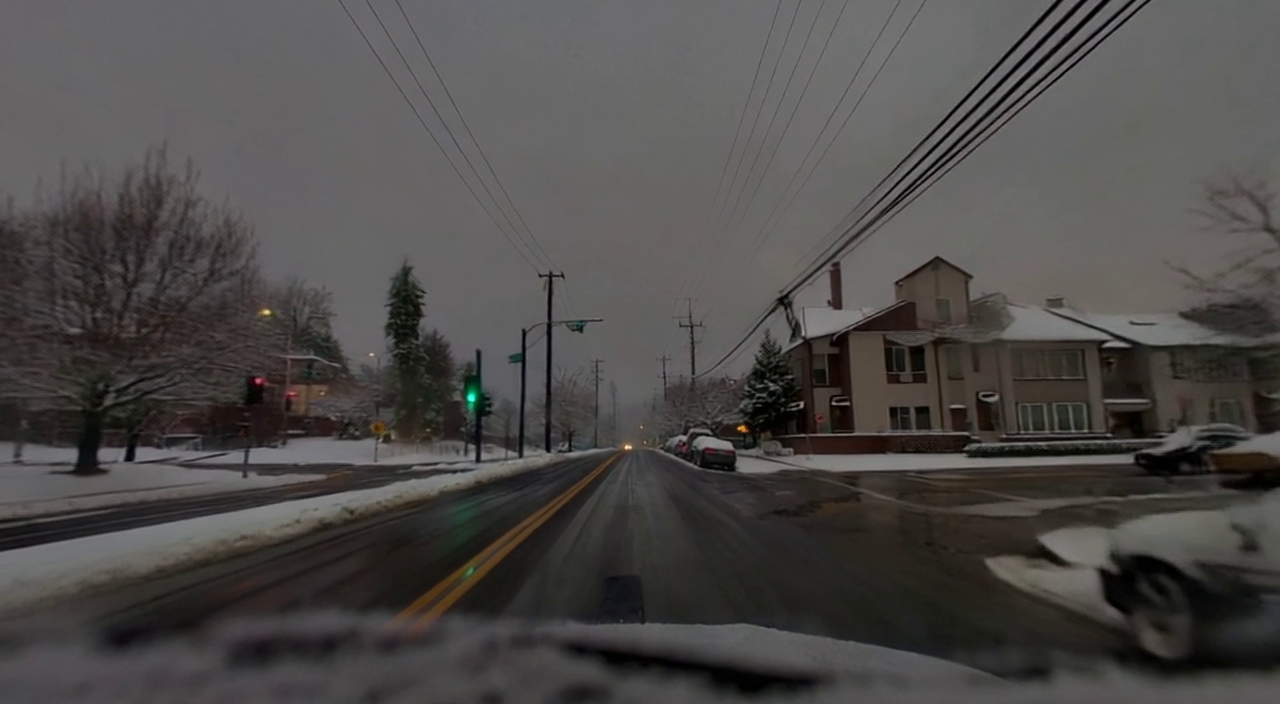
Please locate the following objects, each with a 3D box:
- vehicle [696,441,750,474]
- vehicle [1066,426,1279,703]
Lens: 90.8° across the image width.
[{"bbox_3d":[3.855,4.994,30.114,1.785,1.441,4.458,0,-8,-2],"label":"vehicle"},{"bbox_3d":[4.101,0.958,2.244,1.994,1.422,4.595,0,-8,0],"label":"vehicle"}]
